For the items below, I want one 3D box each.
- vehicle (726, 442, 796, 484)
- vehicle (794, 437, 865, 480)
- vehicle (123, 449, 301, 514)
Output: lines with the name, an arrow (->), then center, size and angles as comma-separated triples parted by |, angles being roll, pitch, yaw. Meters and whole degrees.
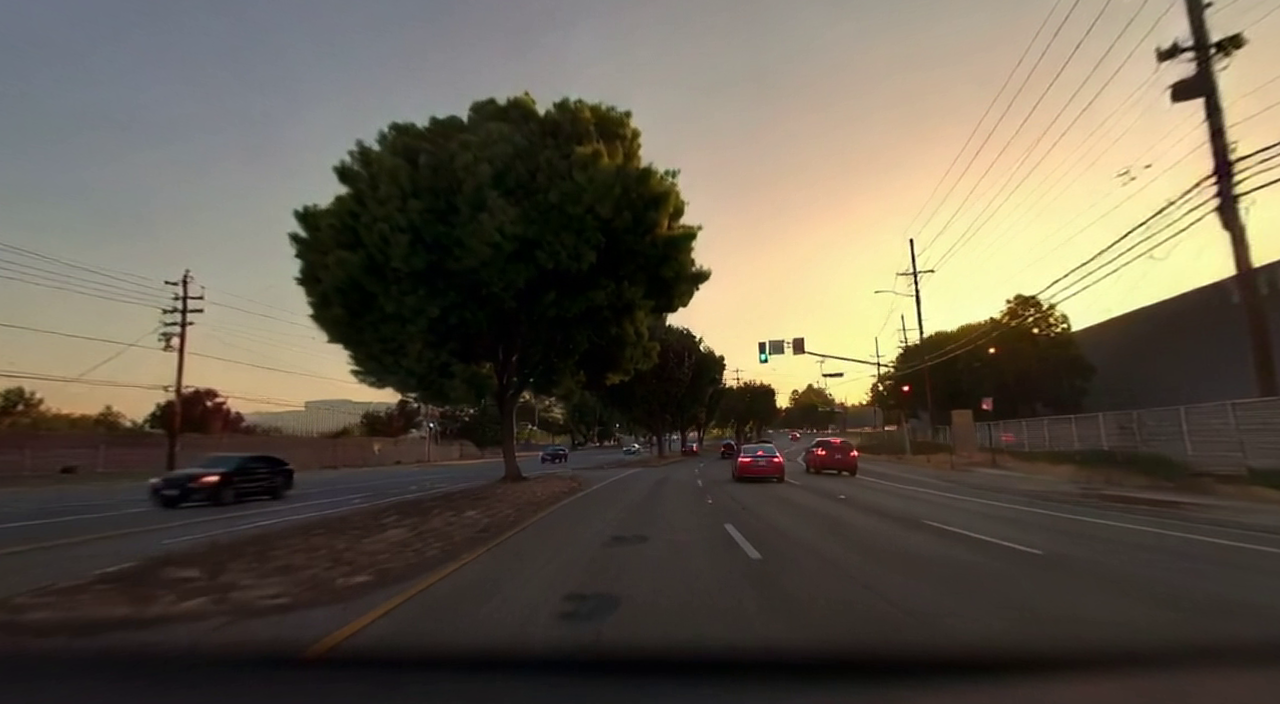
vehicle -> 4.574, 4.256, 24.503 | 2.035, 1.460, 4.392 | -1, -8, 3
vehicle -> 8.487, 4.797, 28.717 | 2.029, 1.795, 4.371 | -1, -8, 3
vehicle -> -11.962, 3.603, 18.094 | 1.885, 1.592, 4.337 | -1, -8, 3
